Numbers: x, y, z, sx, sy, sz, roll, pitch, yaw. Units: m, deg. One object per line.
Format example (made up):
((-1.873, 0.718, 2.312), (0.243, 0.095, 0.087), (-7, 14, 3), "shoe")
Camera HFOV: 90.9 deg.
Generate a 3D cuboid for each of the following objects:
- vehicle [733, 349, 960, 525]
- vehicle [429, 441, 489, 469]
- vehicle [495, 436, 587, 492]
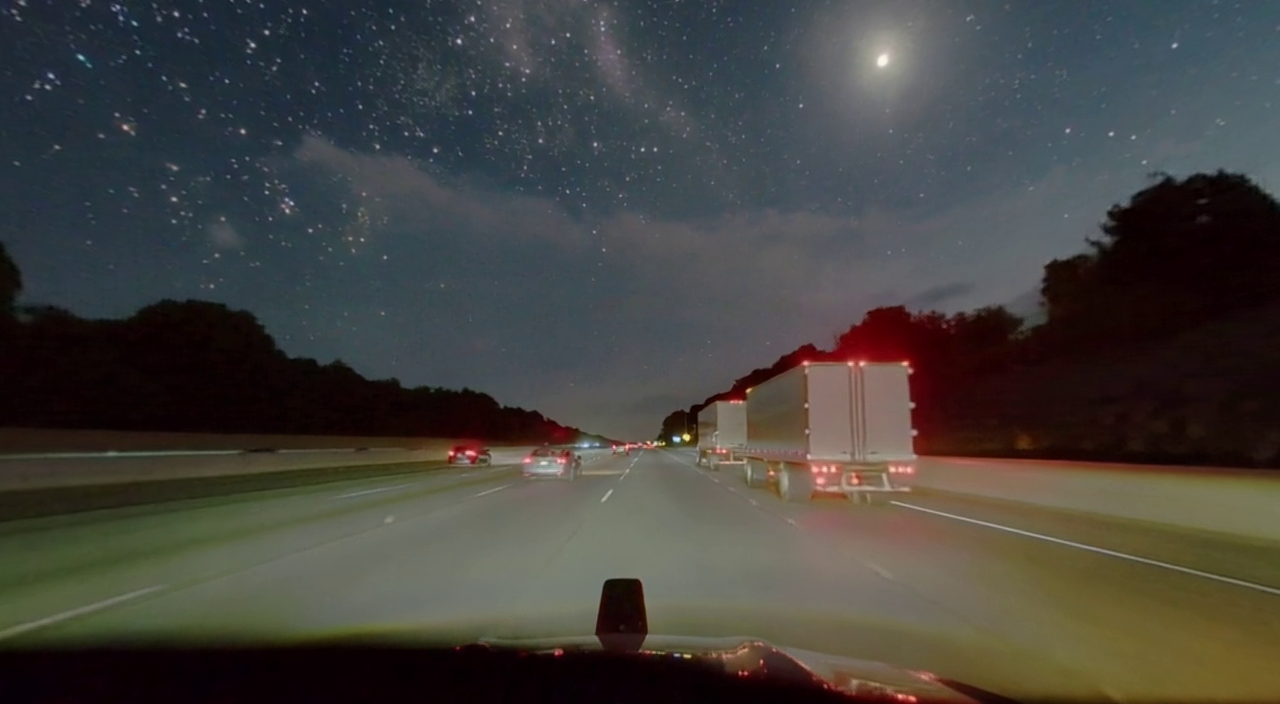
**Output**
((4.113, 1.978, 14.602), (2.732, 3.052, 7.118), (0, -8, -1), "vehicle")
((-10.011, 5.729, 35.234), (1.899, 1.465, 4.589), (0, -8, 1), "vehicle")
((-2.843, 3.323, 19.100), (1.981, 1.473, 4.317), (0, -8, 2), "vehicle")
